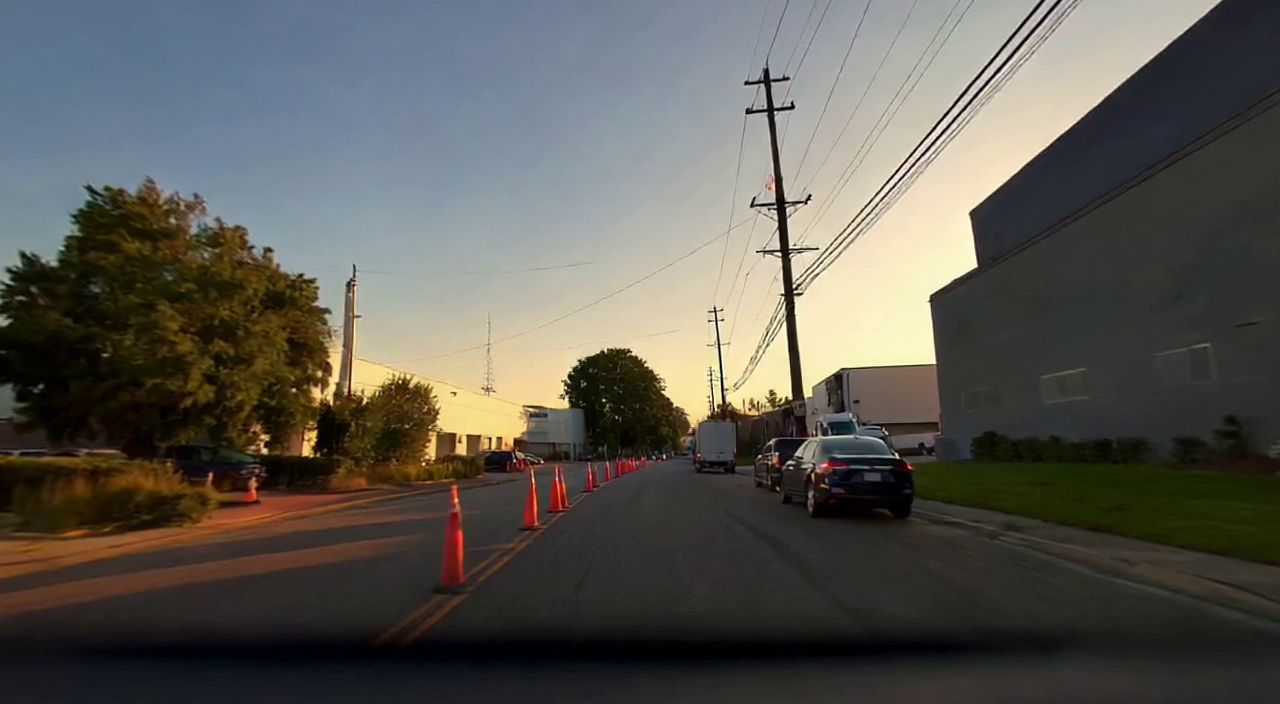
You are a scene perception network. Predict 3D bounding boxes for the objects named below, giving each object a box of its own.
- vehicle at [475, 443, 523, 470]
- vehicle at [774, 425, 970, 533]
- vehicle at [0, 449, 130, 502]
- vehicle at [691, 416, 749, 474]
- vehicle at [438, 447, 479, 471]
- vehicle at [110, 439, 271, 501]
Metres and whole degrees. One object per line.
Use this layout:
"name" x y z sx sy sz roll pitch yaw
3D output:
"vehicle" -10.988 8.190 49.669 2.287 1.975 5.511 -1 -8 2
"vehicle" 4.237 2.403 12.633 2.115 1.702 4.978 0 -8 1
"vehicle" -20.003 4.091 21.364 1.799 1.542 4.546 0 -8 -2
"vehicle" 4.840 5.831 39.667 2.871 3.301 7.433 0 -8 1
"vehicle" -13.999 8.248 48.916 1.971 1.789 4.360 0 -8 -1
"vehicle" -14.804 3.878 21.234 2.085 1.748 4.558 -3 -8 0
